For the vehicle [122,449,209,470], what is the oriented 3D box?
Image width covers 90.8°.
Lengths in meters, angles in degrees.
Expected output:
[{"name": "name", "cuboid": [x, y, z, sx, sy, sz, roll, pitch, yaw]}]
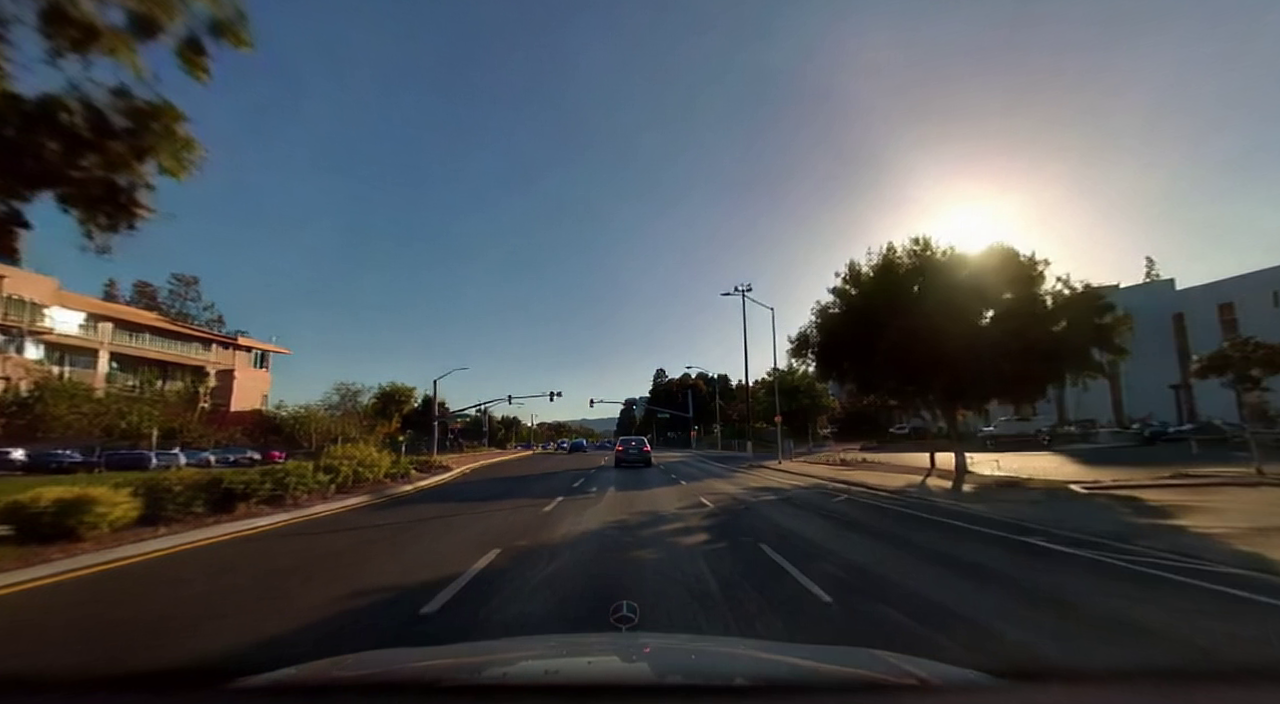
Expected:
[{"name": "vehicle", "cuboid": [-34.320, 7.809, 45.797, 4.608, 1.435, 2.076, 0, -8, -1]}]

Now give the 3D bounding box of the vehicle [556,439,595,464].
[{"name": "vehicle", "cuboid": [-4.026, 6.289, 40.115, 2.075, 1.474, 4.367, 0, -8, 0]}]

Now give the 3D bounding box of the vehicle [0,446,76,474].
[{"name": "vehicle", "cuboid": [-39.195, 6.991, 41.302, 2.271, 1.687, 4.754, 4, -9, -28]}]

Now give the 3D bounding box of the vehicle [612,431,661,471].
[{"name": "vehicle", "cuboid": [-0.207, 4.813, 30.763, 2.188, 1.782, 3.982, 0, -8, -1]}]
